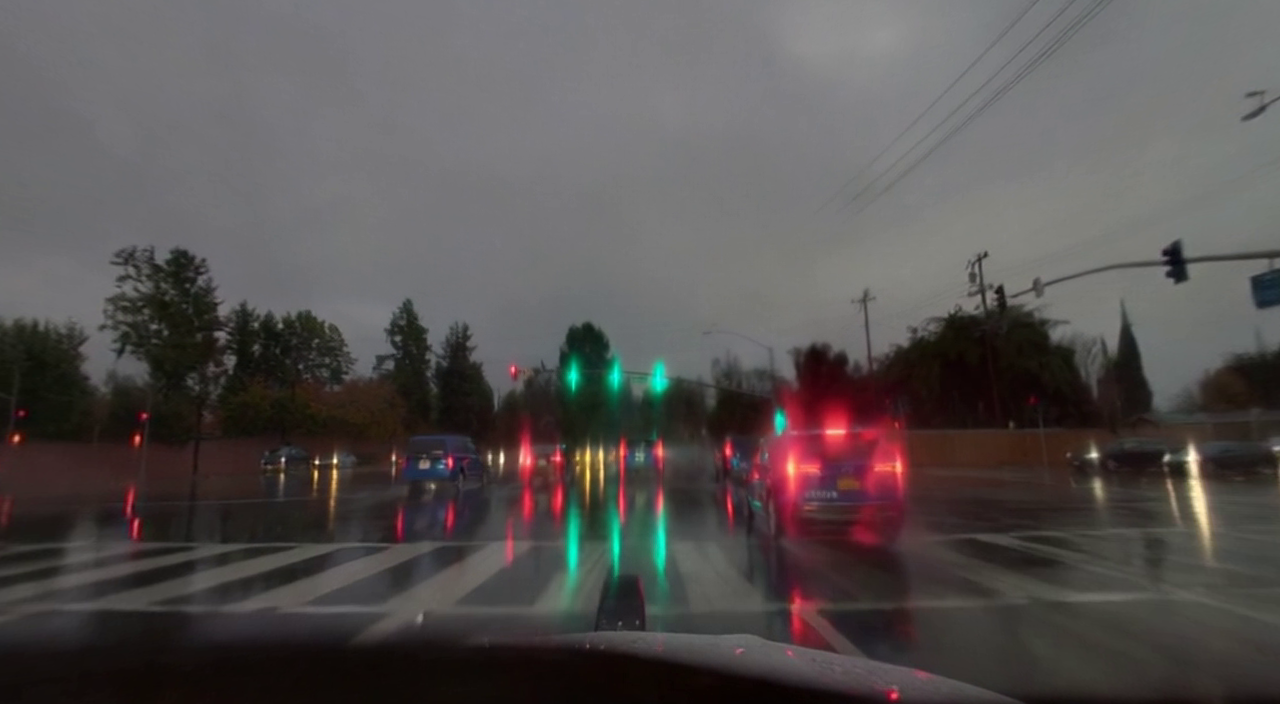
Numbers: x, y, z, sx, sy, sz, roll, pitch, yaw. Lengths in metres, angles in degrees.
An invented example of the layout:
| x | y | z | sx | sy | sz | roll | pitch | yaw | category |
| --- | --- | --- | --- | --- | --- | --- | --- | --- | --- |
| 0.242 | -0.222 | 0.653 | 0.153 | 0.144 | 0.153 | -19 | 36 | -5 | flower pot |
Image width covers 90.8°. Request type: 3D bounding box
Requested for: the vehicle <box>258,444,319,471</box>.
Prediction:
| x | y | z | sx | sy | sz | roll | pitch | yaw | category |
| --- | --- | --- | --- | --- | --- | --- | --- | --- | --- |
| -24.930 | 7.466 | 45.021 | 1.889 | 1.814 | 4.086 | 0 | -8 | 1 | vehicle |

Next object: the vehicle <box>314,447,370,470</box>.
| x | y | z | sx | sy | sz | roll | pitch | yaw | category |
| --- | --- | --- | --- | --- | --- | --- | --- | --- | --- |
| -21.567 | 7.719 | 45.910 | 1.891 | 1.577 | 4.238 | 0 | -8 | 3 | vehicle |

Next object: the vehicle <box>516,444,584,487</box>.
| x | y | z | sx | sy | sz | roll | pitch | yaw | category |
| --- | --- | --- | --- | --- | --- | --- | --- | --- | --- |
| -3.289 | 4.223 | 23.968 | 1.881 | 1.466 | 4.484 | 0 | -8 | 1 | vehicle |

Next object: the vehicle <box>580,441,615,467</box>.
| x | y | z | sx | sy | sz | roll | pitch | yaw | category |
| --- | --- | --- | --- | --- | --- | --- | --- | --- | --- |
| -2.830 | 6.969 | 43.323 | 1.939 | 1.652 | 4.268 | 0 | -8 | 2 | vehicle |

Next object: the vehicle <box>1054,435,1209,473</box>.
| x | y | z | sx | sy | sz | roll | pitch | yaw | category |
| --- | --- | --- | --- | --- | --- | --- | --- | --- | --- |
| 20.319 | 4.216 | 26.254 | 4.830 | 1.493 | 1.930 | 0 | -9 | -1 | vehicle |

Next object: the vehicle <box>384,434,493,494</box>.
| x | y | z | sx | sy | sz | roll | pitch | yaw | category |
| --- | --- | --- | --- | --- | --- | --- | --- | --- | --- |
| -6.724 | 3.766 | 21.714 | 2.116 | 1.812 | 4.609 | 0 | -8 | 1 | vehicle |

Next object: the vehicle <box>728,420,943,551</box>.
| x | y | z | sx | sy | sz | roll | pitch | yaw | category |
| --- | --- | --- | --- | --- | --- | --- | --- | --- | --- |
| 2.813 | 2.033 | 10.340 | 2.034 | 1.655 | 4.465 | 0 | -8 | -1 | vehicle |

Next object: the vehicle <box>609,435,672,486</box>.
| x | y | z | sx | sy | sz | roll | pitch | yaw | category |
| --- | --- | --- | --- | --- | --- | --- | --- | --- | --- |
| 0.041 | 4.000 | 23.501 | 2.111 | 1.712 | 4.078 | 0 | -8 | 1 | vehicle |
